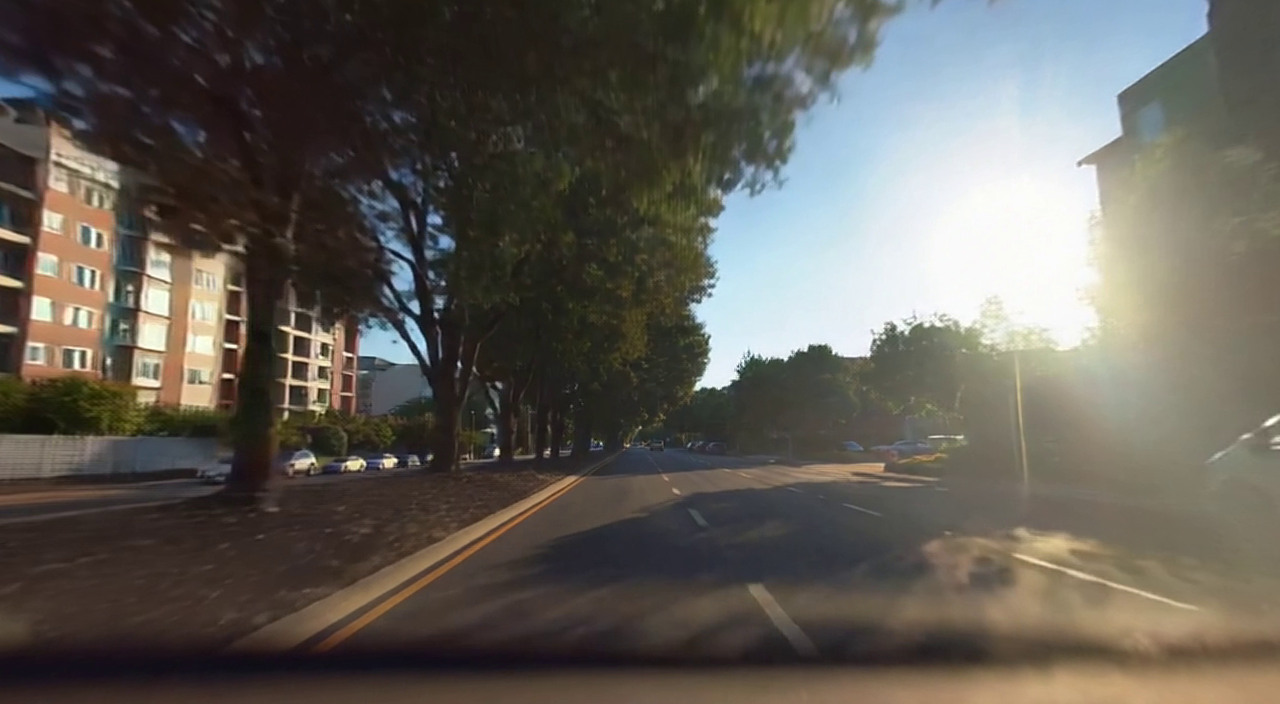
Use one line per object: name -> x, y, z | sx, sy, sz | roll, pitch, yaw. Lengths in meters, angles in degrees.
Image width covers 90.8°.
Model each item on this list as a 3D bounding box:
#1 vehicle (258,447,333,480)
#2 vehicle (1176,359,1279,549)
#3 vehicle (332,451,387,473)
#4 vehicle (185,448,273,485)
vehicle -> -21.239, 6.860, 39.192 | 1.879, 1.757, 4.656 | -2, -7, 3
vehicle -> 9.886, 1.150, 7.003 | 2.456, 2.534, 5.930 | 0, -8, -2
vehicle -> -20.346, 7.970, 46.085 | 1.798, 1.487, 4.486 | 0, -8, 2
vehicle -> -22.067, 6.113, 34.122 | 1.863, 1.845, 4.073 | 0, -8, 1
